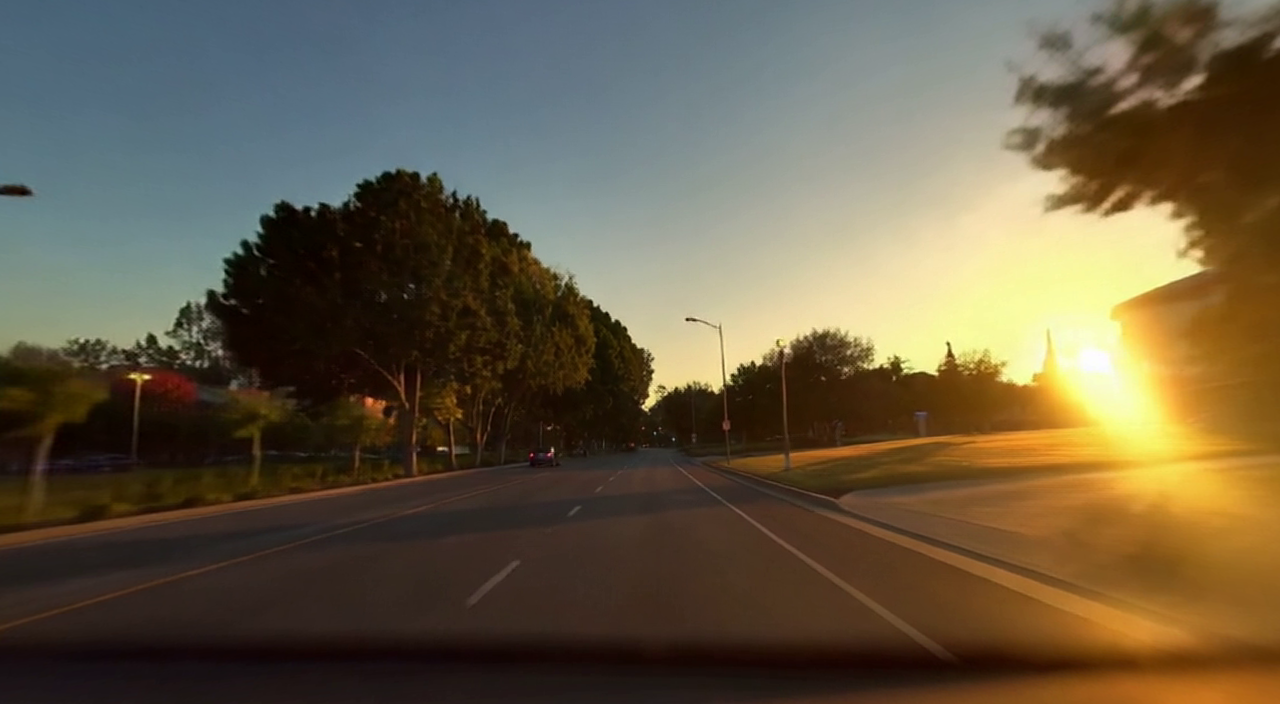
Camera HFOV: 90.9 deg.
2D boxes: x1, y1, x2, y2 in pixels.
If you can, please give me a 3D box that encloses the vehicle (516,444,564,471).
[{"bbox_3d":[-5.865,6.217,37.439,1.945,1.461,4.605,0,-8,2],"label":"vehicle"}]
